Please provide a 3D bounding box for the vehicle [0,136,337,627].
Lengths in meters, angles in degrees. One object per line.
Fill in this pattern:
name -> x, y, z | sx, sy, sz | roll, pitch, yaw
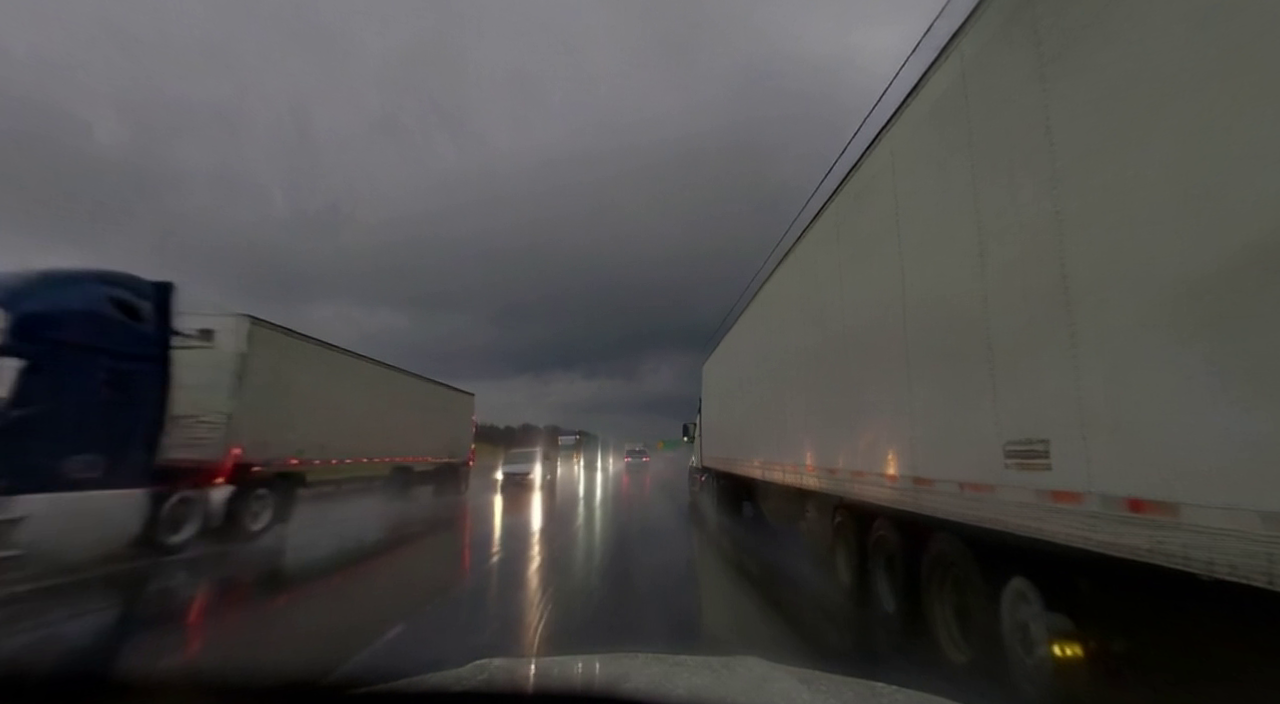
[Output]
vehicle -> -6.741, 0.629, 7.699 | 3.004, 3.974, 5.891 | 0, -9, 0

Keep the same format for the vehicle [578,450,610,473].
vehicle -> -3.313, 8.005, 46.182 | 1.949, 1.555, 3.888 | 0, -9, 1

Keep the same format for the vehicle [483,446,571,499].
vehicle -> -3.677, 3.999, 21.378 | 2.088, 1.589, 4.464 | 0, -9, 1

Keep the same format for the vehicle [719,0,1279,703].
vehicle -> 3.356, 0.510, 7.383 | 2.845, 4.071, 14.008 | 0, -9, -1
